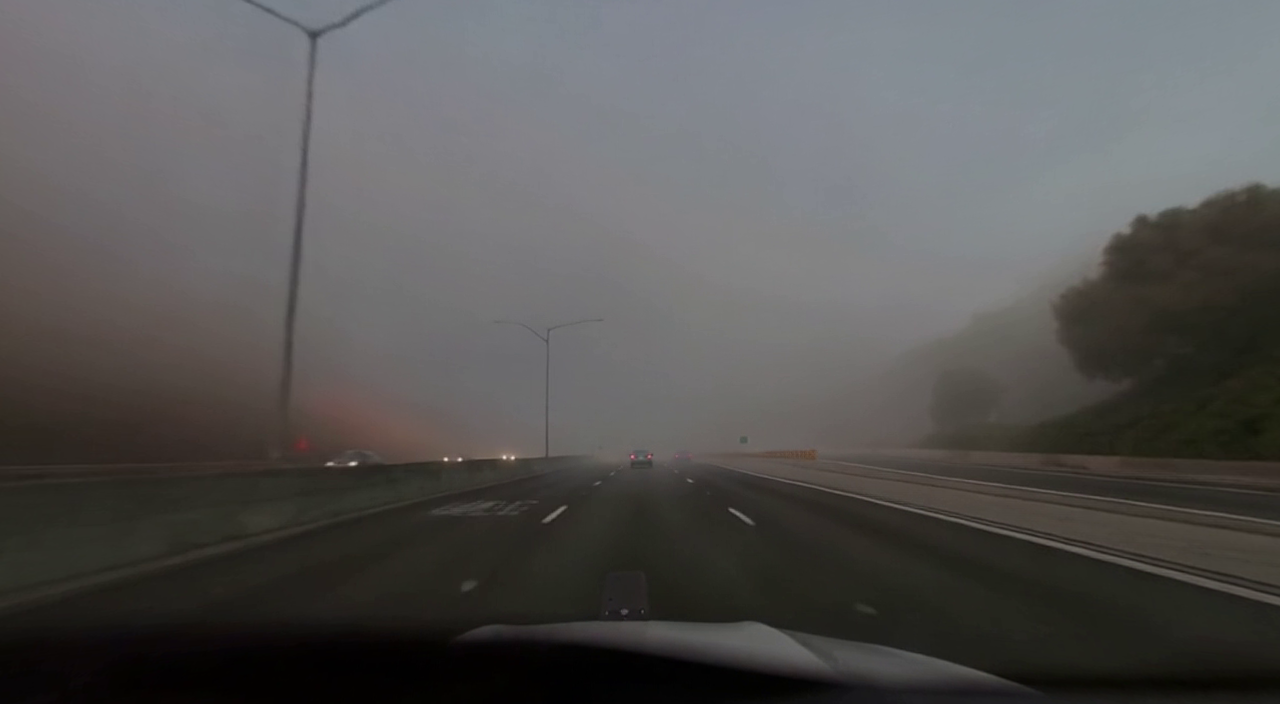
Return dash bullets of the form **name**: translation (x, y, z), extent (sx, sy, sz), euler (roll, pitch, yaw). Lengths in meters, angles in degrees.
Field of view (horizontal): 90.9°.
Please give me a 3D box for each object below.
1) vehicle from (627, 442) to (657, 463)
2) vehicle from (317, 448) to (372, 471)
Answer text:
- **vehicle**: translation (0.094, 7.519, 47.424), extent (2.193, 1.497, 4.337), euler (0, -8, -1)
- **vehicle**: translation (-20.877, 7.601, 44.733), extent (2.001, 1.500, 3.901), euler (0, -8, 0)
